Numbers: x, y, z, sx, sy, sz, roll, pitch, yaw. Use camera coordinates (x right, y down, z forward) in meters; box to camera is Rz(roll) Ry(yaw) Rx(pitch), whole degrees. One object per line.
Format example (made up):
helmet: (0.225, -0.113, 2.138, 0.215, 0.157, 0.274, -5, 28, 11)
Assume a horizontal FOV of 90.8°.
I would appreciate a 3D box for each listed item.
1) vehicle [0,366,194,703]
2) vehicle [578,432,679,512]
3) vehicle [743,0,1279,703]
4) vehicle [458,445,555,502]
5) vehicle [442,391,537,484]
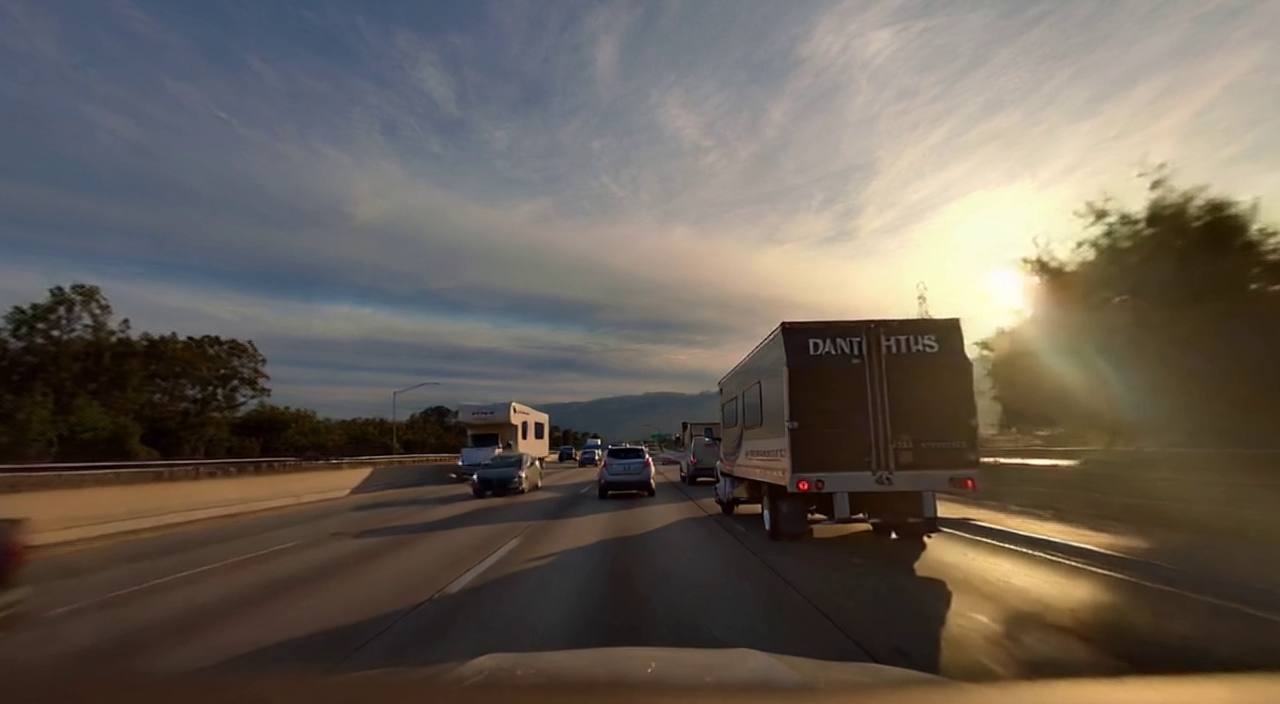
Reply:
vehicle: (-3.970, 0.800, 2.015, 2.074, 1.717, 4.089, 0, -9, -1)
vehicle: (-0.280, 2.928, 15.856, 2.201, 1.719, 4.058, 0, -9, -1)
vehicle: (2.897, -0.668, 0.293, 2.934, 4.123, 15.785, 0, -9, 0)
vehicle: (-3.825, 3.544, 18.799, 1.980, 1.499, 3.944, 0, -9, 1)
vehicle: (-6.923, 4.113, 30.057, 3.008, 3.987, 5.871, 0, -9, 0)
